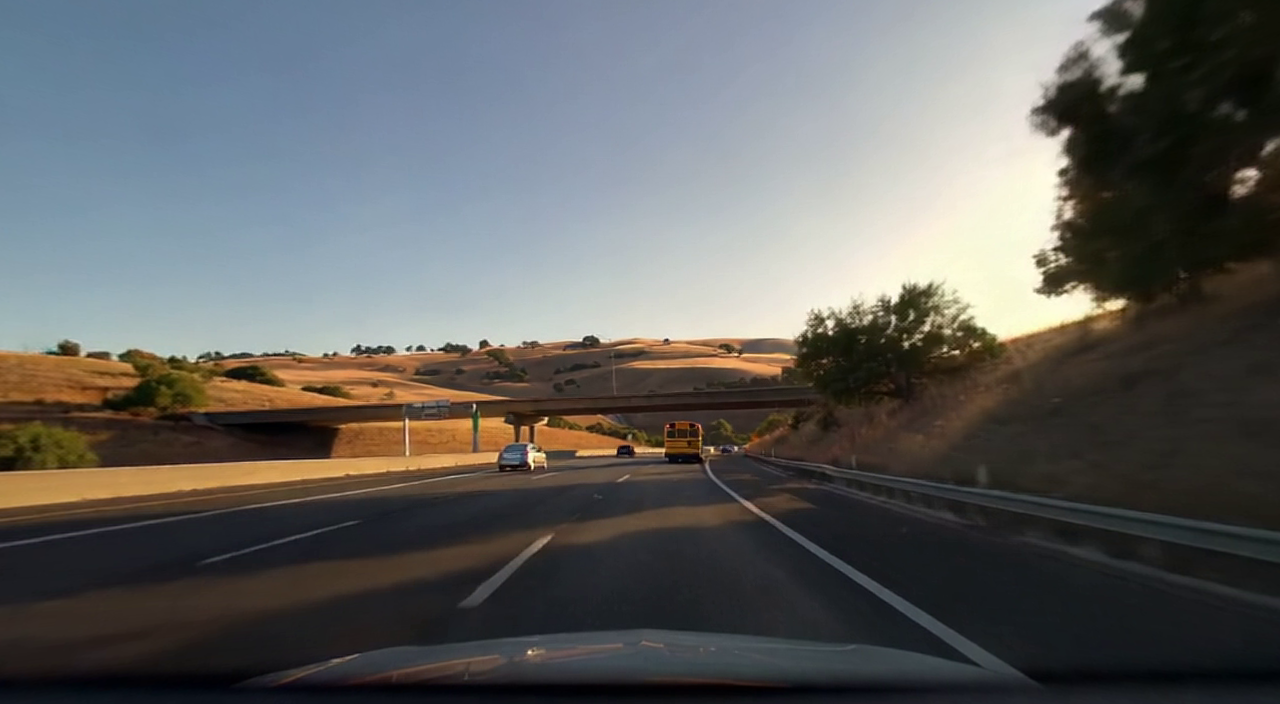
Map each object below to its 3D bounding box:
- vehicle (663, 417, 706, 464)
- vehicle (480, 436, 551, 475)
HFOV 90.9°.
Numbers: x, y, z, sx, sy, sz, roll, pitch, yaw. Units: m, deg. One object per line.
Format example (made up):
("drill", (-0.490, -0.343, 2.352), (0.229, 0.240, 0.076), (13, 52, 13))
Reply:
("vehicle", (3.579, 6.942, 49.360), (2.945, 3.295, 10.406), (-1, -8, 5))
("vehicle", (-5.847, 4.924, 30.232), (2.172, 1.689, 4.625), (-1, -8, 4))
